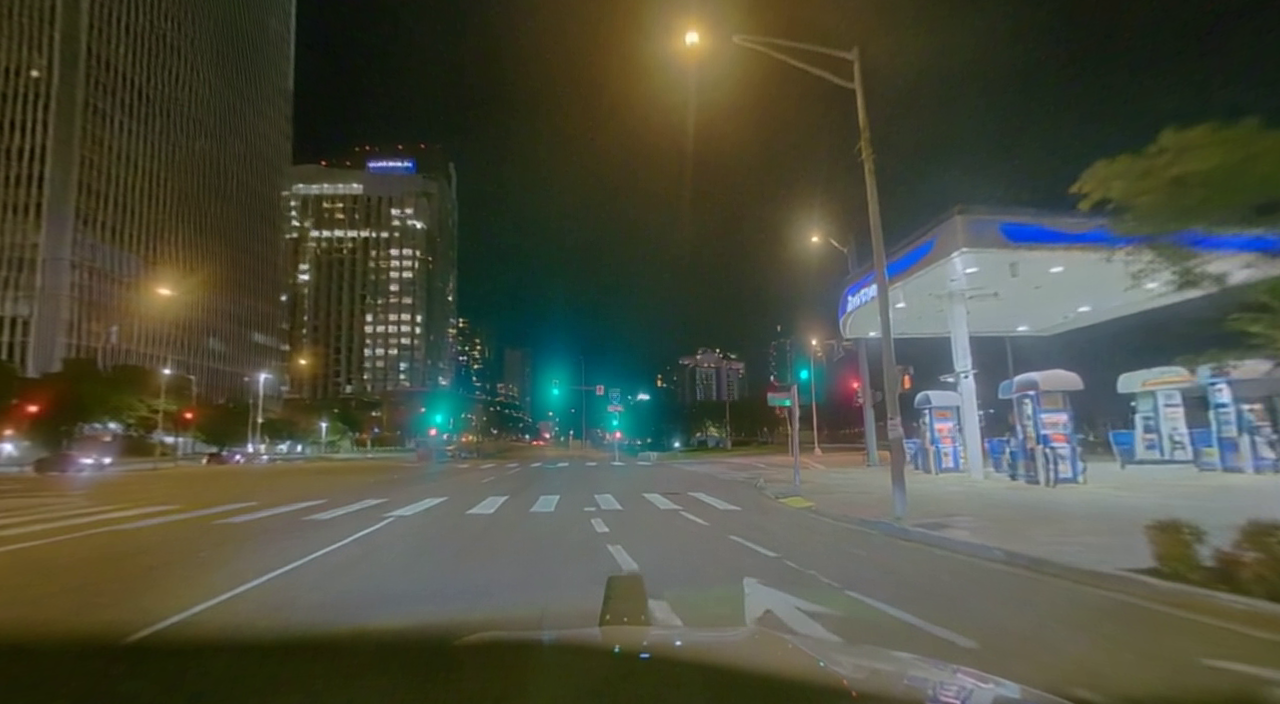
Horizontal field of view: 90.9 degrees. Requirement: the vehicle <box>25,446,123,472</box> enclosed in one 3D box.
[{"bbox_3d":[-43.660,8.238,48.813,2.013,1.811,5.508,-1,-8,8],"label":"vehicle"}]
